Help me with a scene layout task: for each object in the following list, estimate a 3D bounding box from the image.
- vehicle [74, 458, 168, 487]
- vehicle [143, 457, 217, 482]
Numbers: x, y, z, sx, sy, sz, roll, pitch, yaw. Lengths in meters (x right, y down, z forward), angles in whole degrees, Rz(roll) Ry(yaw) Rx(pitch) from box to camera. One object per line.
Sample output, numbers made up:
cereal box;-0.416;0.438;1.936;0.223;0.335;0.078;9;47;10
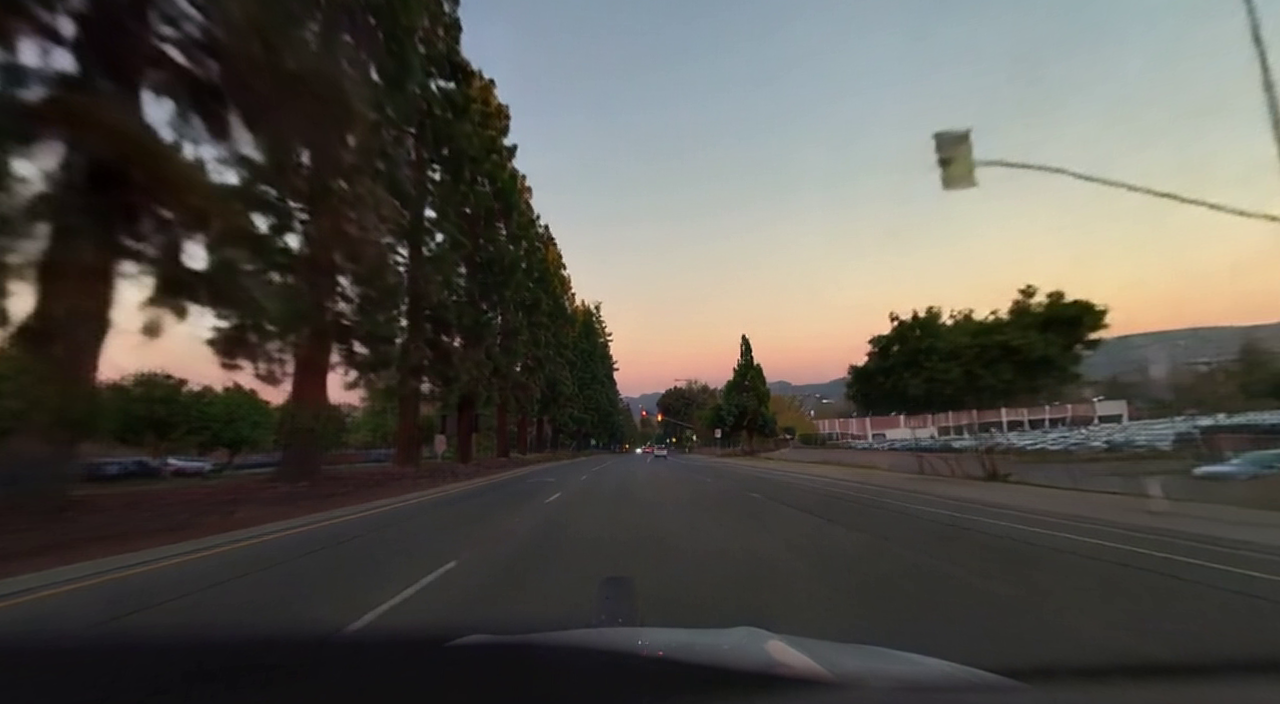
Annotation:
vehicle;-33.036;7.664;40.404;1.998;1.538;4.666;-2;-9;1
vehicle;-32.912;8.397;45.355;1.994;1.599;4.308;-2;-9;0
